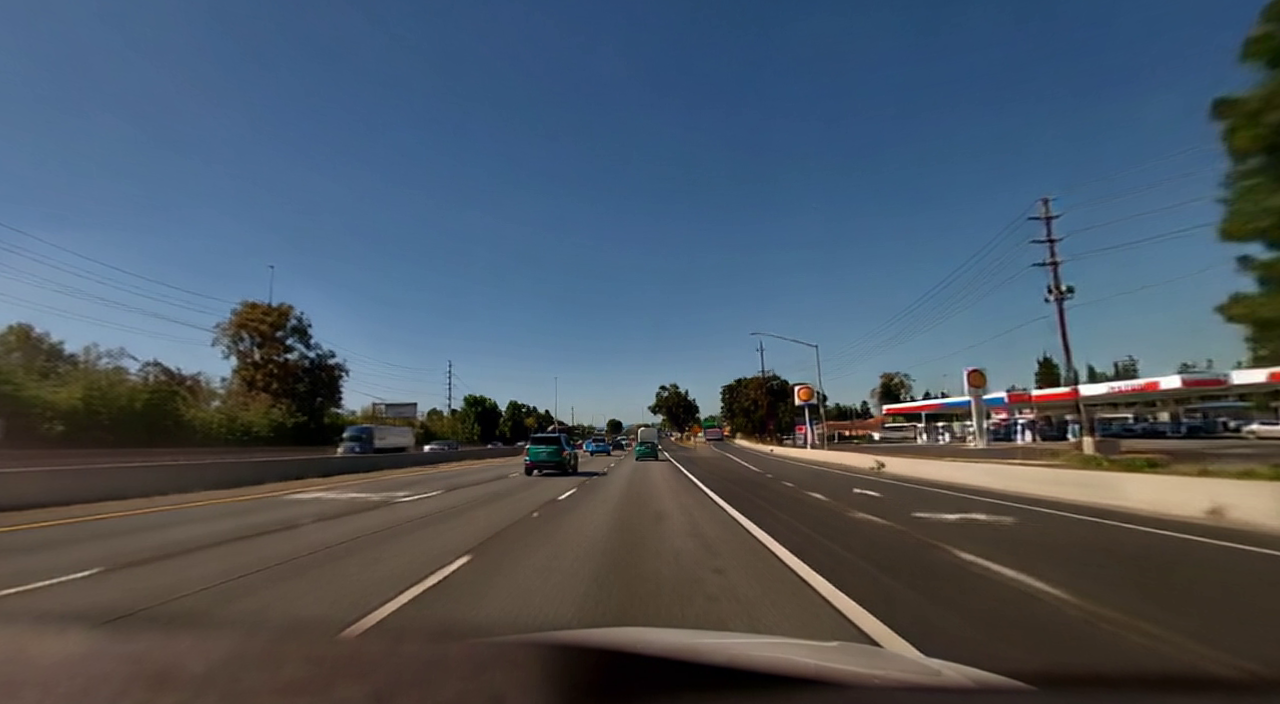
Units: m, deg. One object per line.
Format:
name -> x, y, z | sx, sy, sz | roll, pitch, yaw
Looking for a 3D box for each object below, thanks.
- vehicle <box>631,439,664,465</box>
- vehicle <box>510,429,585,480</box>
vehicle -> 0.441, 6.381, 40.265 | 1.982, 1.524, 3.800 | 1, -8, -1
vehicle -> -3.697, 4.193, 26.072 | 2.273, 1.884, 4.515 | 0, -8, 2
